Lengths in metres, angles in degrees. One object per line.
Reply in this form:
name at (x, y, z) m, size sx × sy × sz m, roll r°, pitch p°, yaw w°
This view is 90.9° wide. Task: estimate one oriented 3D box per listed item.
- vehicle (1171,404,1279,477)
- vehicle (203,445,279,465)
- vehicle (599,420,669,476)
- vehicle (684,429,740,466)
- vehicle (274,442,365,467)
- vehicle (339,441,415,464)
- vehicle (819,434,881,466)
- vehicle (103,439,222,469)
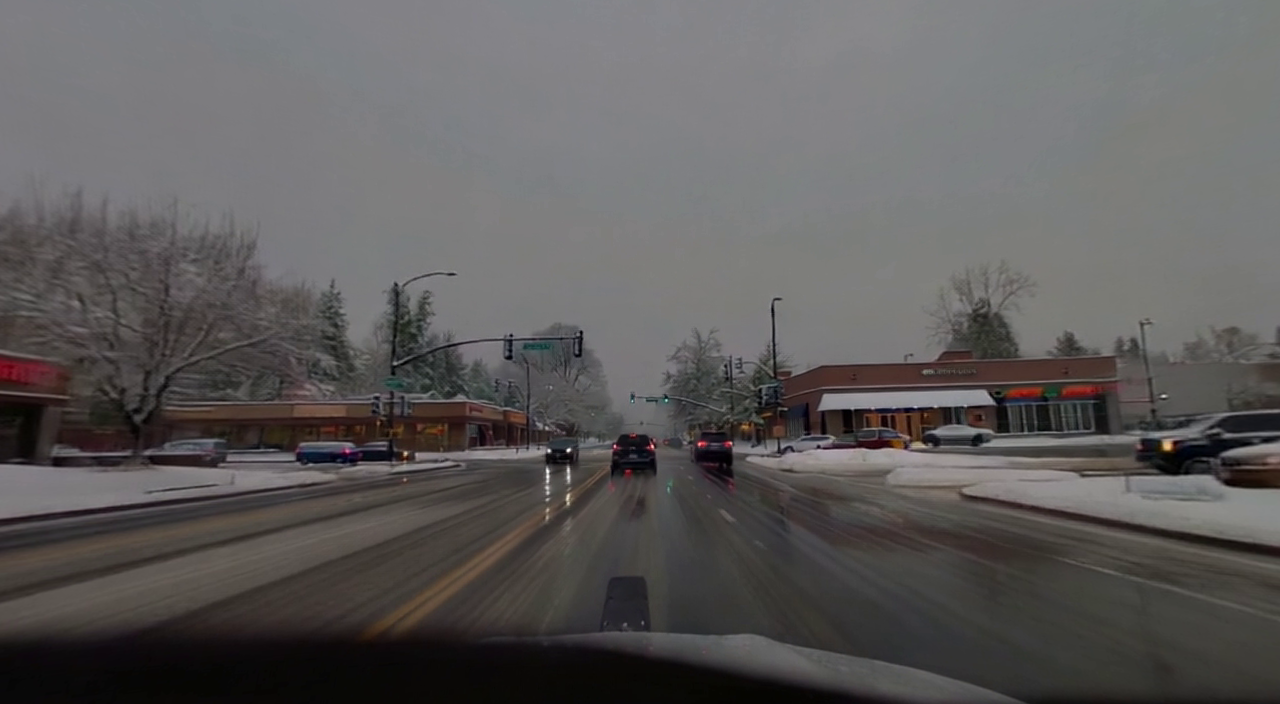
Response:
vehicle at (16.665, 2.170, 15.559) m, size 4.901 × 1.674 × 2.251 m, roll -1°, pitch -8°, yaw 4°
vehicle at (-30.642, 7.900, 48.468) m, size 4.466 × 1.527 × 2.028 m, roll 0°, pitch -8°, yaw 2°
vehicle at (-0.228, 3.978, 26.244) m, size 2.638 × 2.065 × 5.313 m, roll 0°, pitch -8°, yaw 0°
vehicle at (3.617, 4.917, 32.576) m, size 2.276 × 1.787 × 4.630 m, roll 0°, pitch -8°, yaw -1°
vehicle at (-21.053, 6.738, 41.501) m, size 4.839 × 1.604 × 2.058 m, roll -1°, pitch -8°, yaw 3°
vehicle at (-18.731, 7.173, 45.040) m, size 4.561 × 1.531 × 1.990 m, roll 0°, pitch -8°, yaw 1°
vehicle at (10.268, 4.725, 30.568) m, size 2.002 × 1.427 × 4.436 m, roll -5°, pitch -9°, yaw 28°
vehicle at (-31.522, 6.741, 41.718) m, size 5.964 × 1.893 × 2.363 m, roll 0°, pitch -8°, yaw 1°
